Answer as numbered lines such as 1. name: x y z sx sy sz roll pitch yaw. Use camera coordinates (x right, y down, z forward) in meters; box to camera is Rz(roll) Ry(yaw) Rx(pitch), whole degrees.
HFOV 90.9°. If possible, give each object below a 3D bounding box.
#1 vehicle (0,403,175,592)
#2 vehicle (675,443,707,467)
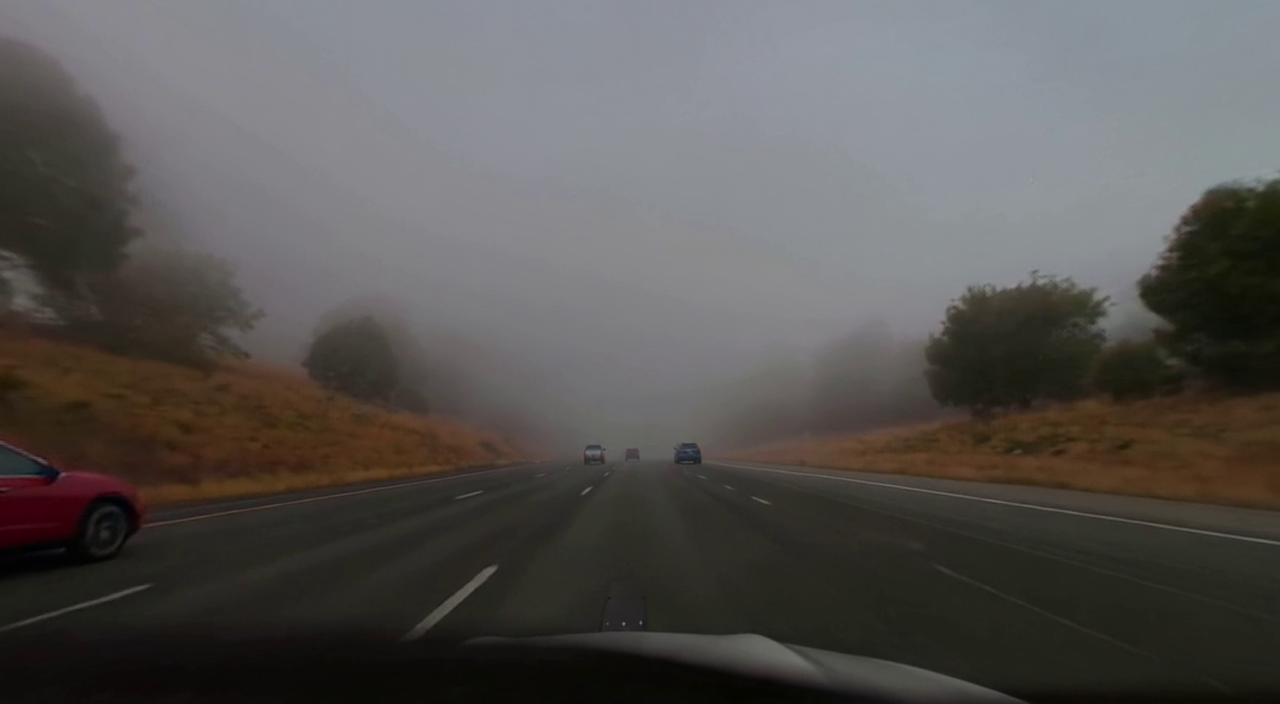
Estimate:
1. vehicle: -7.182 1.326 5.594 2.285 1.759 4.968 0 -8 0
2. vehicle: 3.858 7.857 48.445 1.995 1.712 4.206 0 -8 -2
